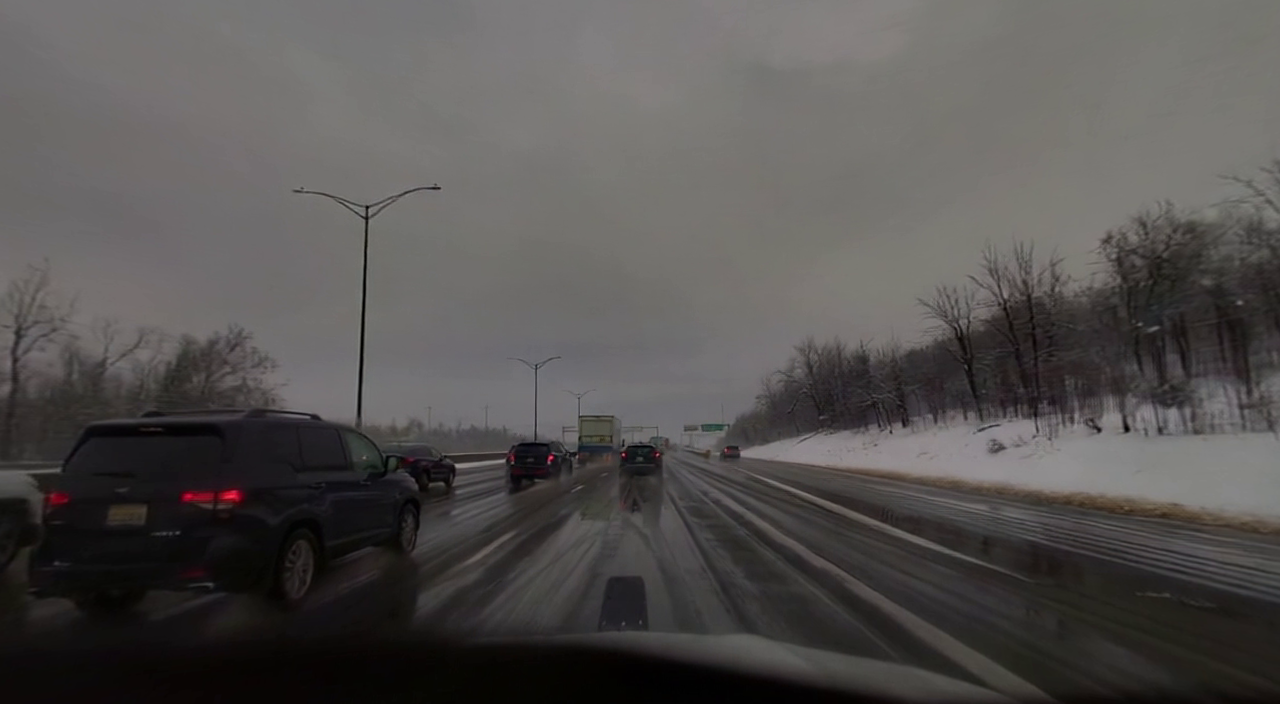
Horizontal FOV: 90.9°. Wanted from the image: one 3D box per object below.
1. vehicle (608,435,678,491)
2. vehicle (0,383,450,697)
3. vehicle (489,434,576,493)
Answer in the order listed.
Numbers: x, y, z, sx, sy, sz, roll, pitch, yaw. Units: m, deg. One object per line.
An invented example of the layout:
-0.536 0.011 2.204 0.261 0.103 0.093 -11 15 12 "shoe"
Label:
0.118 3.762 21.711 2.180 1.716 3.920 0 -8 1 "vehicle"
-3.514 1.343 5.681 2.209 1.711 4.296 0 -8 1 "vehicle"
-3.530 3.758 21.718 2.125 1.792 4.466 0 -8 1 "vehicle"
